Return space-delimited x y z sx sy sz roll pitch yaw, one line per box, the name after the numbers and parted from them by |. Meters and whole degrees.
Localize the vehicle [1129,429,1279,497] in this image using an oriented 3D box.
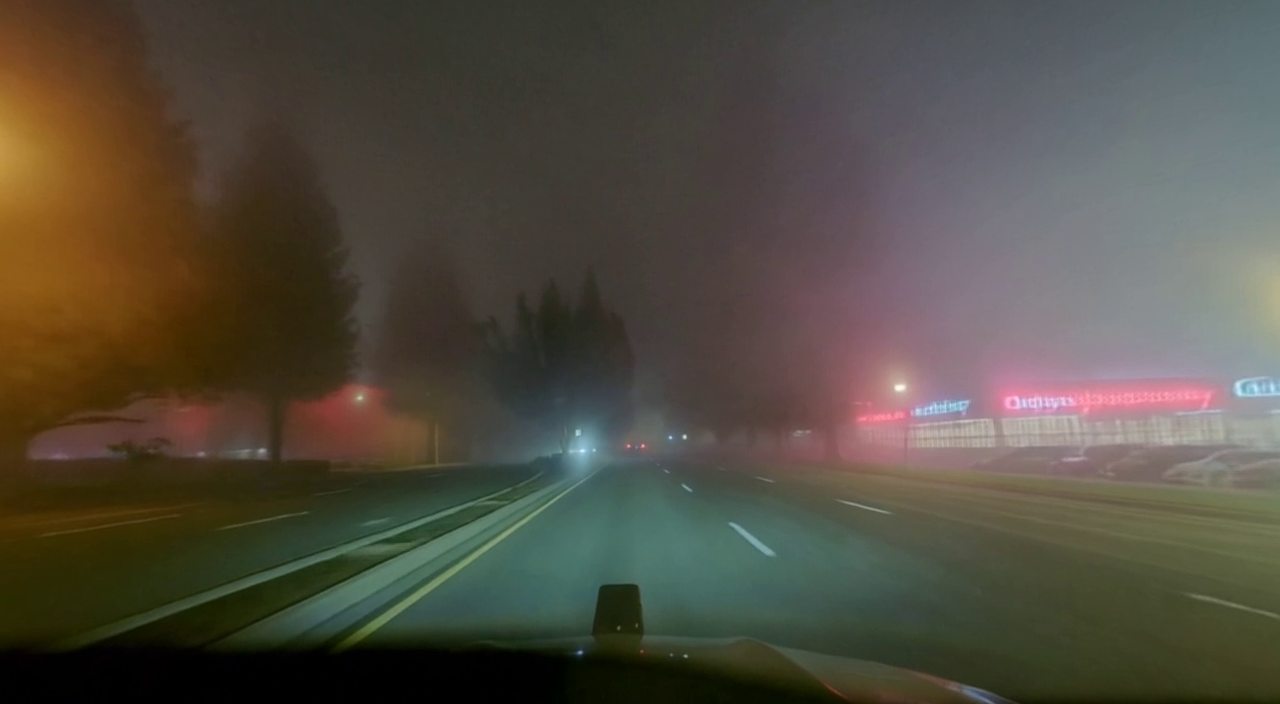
18.414 3.404 19.450 4.904 1.924 2.095 1 -9 -1 | vehicle
